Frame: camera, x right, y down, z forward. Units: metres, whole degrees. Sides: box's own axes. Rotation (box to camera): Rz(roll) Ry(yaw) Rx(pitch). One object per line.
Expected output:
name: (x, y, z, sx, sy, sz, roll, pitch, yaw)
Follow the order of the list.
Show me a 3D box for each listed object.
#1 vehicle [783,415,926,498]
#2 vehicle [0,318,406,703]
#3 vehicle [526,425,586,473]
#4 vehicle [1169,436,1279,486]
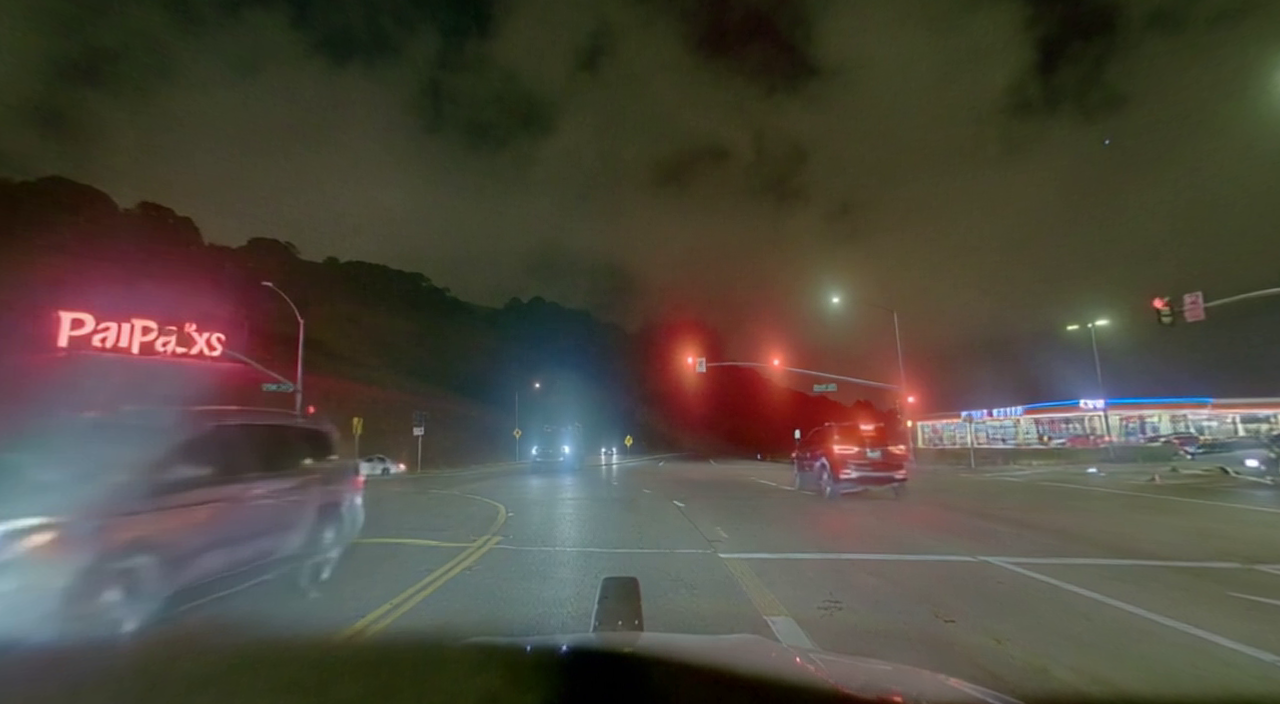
vehicle: (6.340, 3.192, 19.467, 2.388, 2.201, 5.139, 0, -9, -3)
vehicle: (-4.675, 1.304, 6.054, 2.662, 2.197, 5.454, 0, -8, 1)
vehicle: (-4.427, 5.244, 34.186, 2.318, 2.325, 5.910, 0, -8, 1)
vehicle: (25.058, 4.464, 26.054, 4.546, 1.944, 2.051, 1, -9, -5)
